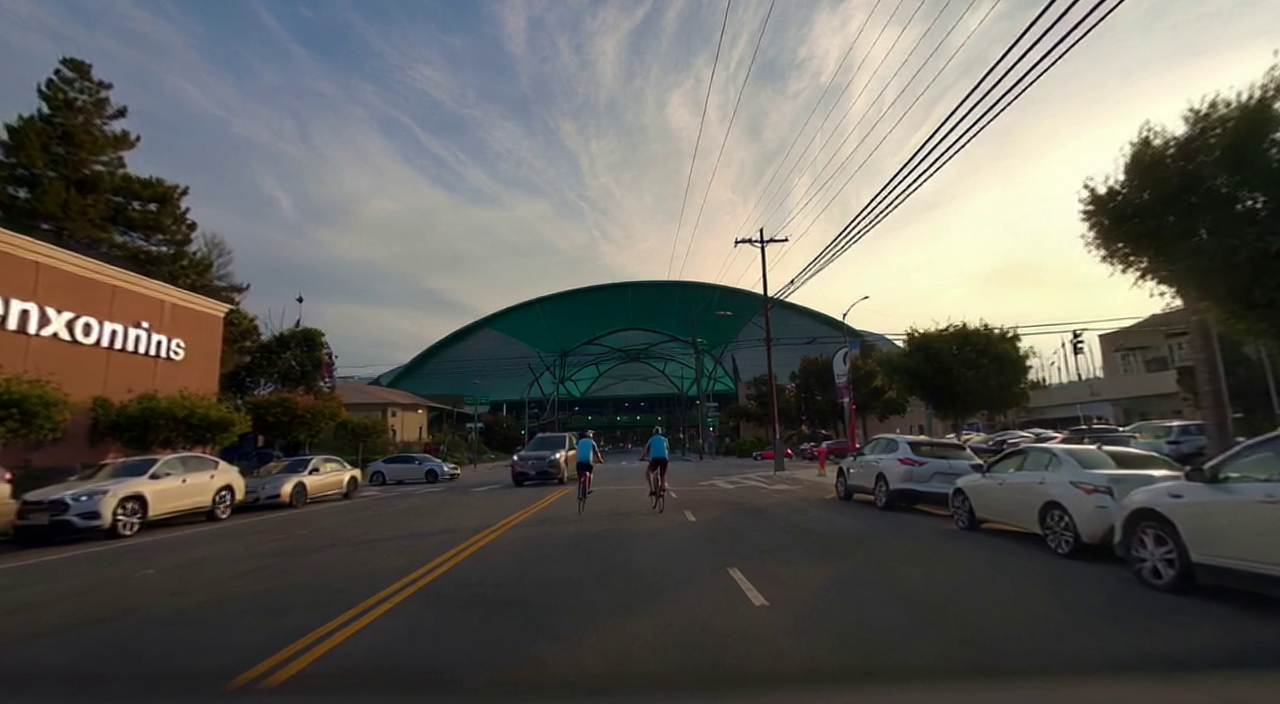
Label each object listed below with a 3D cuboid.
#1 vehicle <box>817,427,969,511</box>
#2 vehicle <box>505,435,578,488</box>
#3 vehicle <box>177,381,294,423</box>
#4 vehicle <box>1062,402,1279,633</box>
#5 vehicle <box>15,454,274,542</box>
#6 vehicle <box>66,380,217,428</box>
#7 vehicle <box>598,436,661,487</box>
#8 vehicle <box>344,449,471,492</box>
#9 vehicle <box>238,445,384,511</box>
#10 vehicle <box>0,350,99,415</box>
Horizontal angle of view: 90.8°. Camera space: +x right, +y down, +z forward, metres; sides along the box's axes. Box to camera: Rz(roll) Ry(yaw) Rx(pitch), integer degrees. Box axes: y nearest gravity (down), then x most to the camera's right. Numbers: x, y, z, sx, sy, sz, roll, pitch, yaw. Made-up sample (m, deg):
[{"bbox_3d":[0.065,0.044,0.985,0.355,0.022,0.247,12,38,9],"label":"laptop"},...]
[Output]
[{"bbox_3d":[5.785,2.720,15.069,1.873,1.714,3.979,0,-9,-1],"label":"vehicle"},{"bbox_3d":[-3.903,4.416,25.879,2.184,1.954,4.898,0,-9,0],"label":"vehicle"},{"bbox_3d":[-17.140,2.155,26.916,3.685,1.584,1.708,1,-9,-3],"label":"vehicle"},{"bbox_3d":[5.539,1.185,4.554,1.972,1.623,4.469,0,-9,2],"label":"vehicle"},{"bbox_3d":[-10.312,3.021,13.761,1.904,1.495,4.585,0,-9,0],"label":"vehicle"},{"bbox_3d":[-17.292,1.828,22.047,3.750,1.495,1.727,-1,-8,-2],"label":"vehicle"},{"bbox_3d":[-0.404,4.125,24.076,2.190,1.783,4.048,0,-9,-1],"label":"vehicle"},{"bbox_3d":[-10.646,5.448,29.253,4.961,1.832,2.287,0,-9,0],"label":"vehicle"},{"bbox_3d":[-10.277,3.922,20.306,2.075,1.816,4.900,0,-9,-1],"label":"vehicle"},{"bbox_3d":[-17.503,0.904,17.413,3.705,1.493,1.701,-4,-6,1],"label":"vehicle"}]
